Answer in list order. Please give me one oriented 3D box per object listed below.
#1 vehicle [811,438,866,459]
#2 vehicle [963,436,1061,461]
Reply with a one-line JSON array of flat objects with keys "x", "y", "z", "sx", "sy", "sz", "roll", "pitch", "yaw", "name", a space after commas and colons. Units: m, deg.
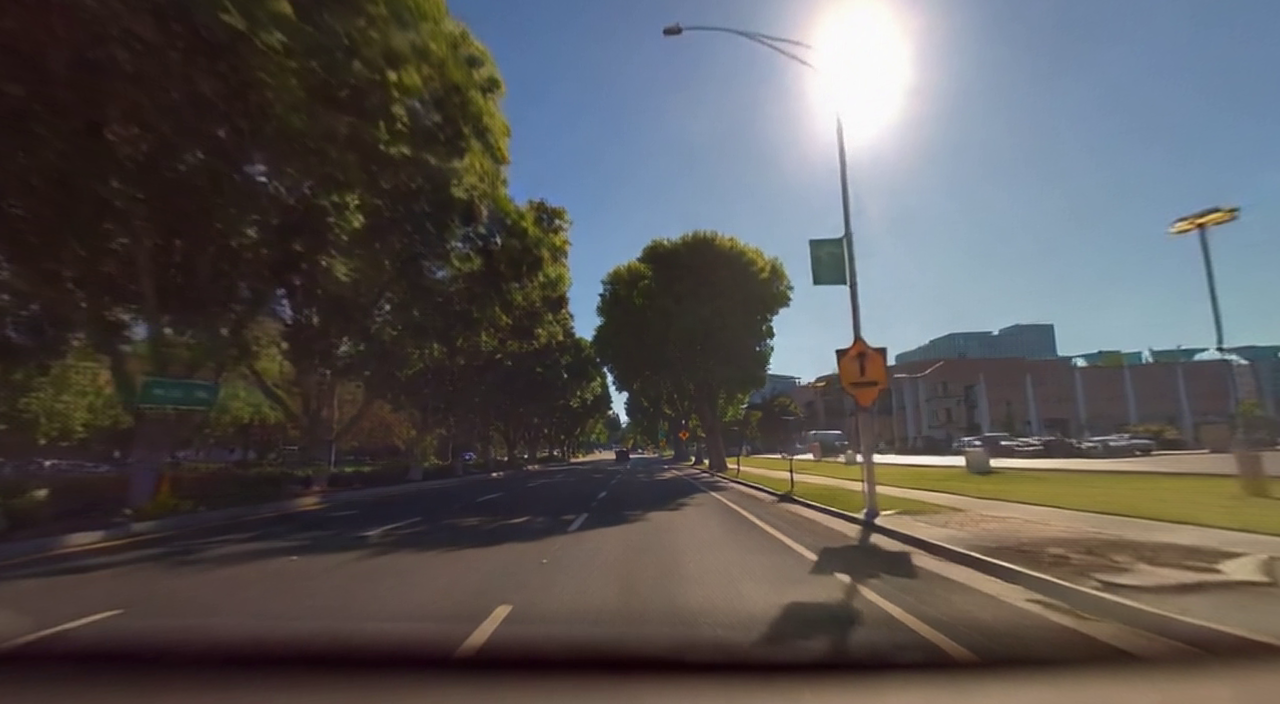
[{"x": 14.823, "y": 7.234, "z": 47.278, "sx": 3.641, "sy": 1.408, "sz": 1.584, "roll": -3, "pitch": -9, "yaw": 7, "name": "vehicle"}, {"x": 27.706, "y": 7.195, "z": 47.184, "sx": 2.196, "sy": 1.745, "sz": 5.838, "roll": 5, "pitch": -10, "yaw": -33, "name": "vehicle"}]
